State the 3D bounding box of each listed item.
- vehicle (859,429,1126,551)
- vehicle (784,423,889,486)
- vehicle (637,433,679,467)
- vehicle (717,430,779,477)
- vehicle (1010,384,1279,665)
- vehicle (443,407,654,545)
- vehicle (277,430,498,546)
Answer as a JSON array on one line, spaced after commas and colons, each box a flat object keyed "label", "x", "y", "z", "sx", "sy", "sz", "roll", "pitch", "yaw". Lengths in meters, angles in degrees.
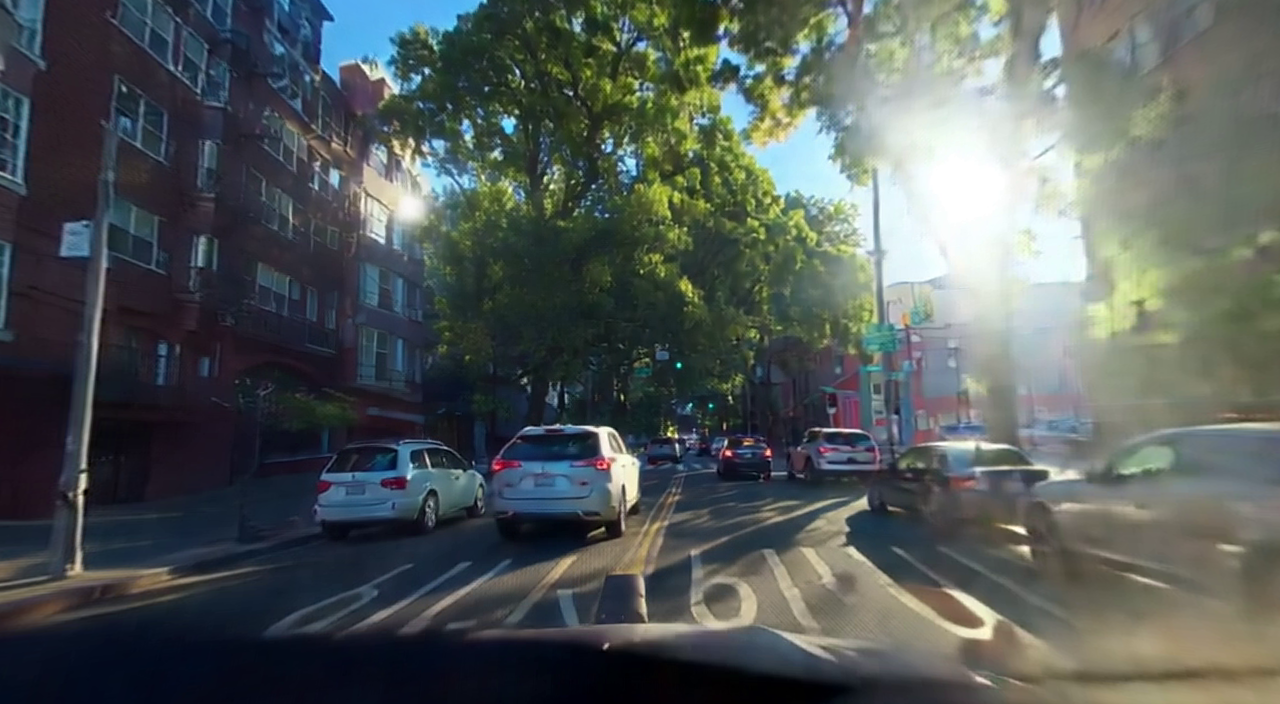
[{"label": "vehicle", "x": 4.971, "y": 1.977, "z": 9.794, "sx": 1.937, "sy": 1.442, "sz": 4.338, "roll": -1, "pitch": -9, "yaw": 5}, {"label": "vehicle", "x": 6.309, "y": 3.373, "z": 21.051, "sx": 2.093, "sy": 1.815, "sz": 5.441, "roll": -1, "pitch": -8, "yaw": 4}, {"label": "vehicle", "x": 1.043, "y": 5.308, "z": 34.443, "sx": 1.979, "sy": 1.723, "sz": 3.849, "roll": -1, "pitch": -8, "yaw": 6}, {"label": "vehicle", "x": 4.088, "y": 3.855, "z": 24.163, "sx": 2.111, "sy": 1.619, "sz": 4.077, "roll": -2, "pitch": -9, "yaw": 9}, {"label": "vehicle", "x": 4.666, "y": 1.087, "z": 4.285, "sx": 1.883, "sy": 1.601, "sz": 4.305, "roll": -1, "pitch": -8, "yaw": 4}, {"label": "vehicle", "x": -1.209, "y": 2.061, "z": 11.214, "sx": 2.333, "sy": 1.832, "sz": 5.200, "roll": -1, "pitch": -9, "yaw": 7}, {"label": "vehicle", "x": -4.491, "y": 2.461, "z": 12.184, "sx": 2.013, "sy": 1.772, "sz": 4.439, "roll": -1, "pitch": -9, "yaw": 7}]
